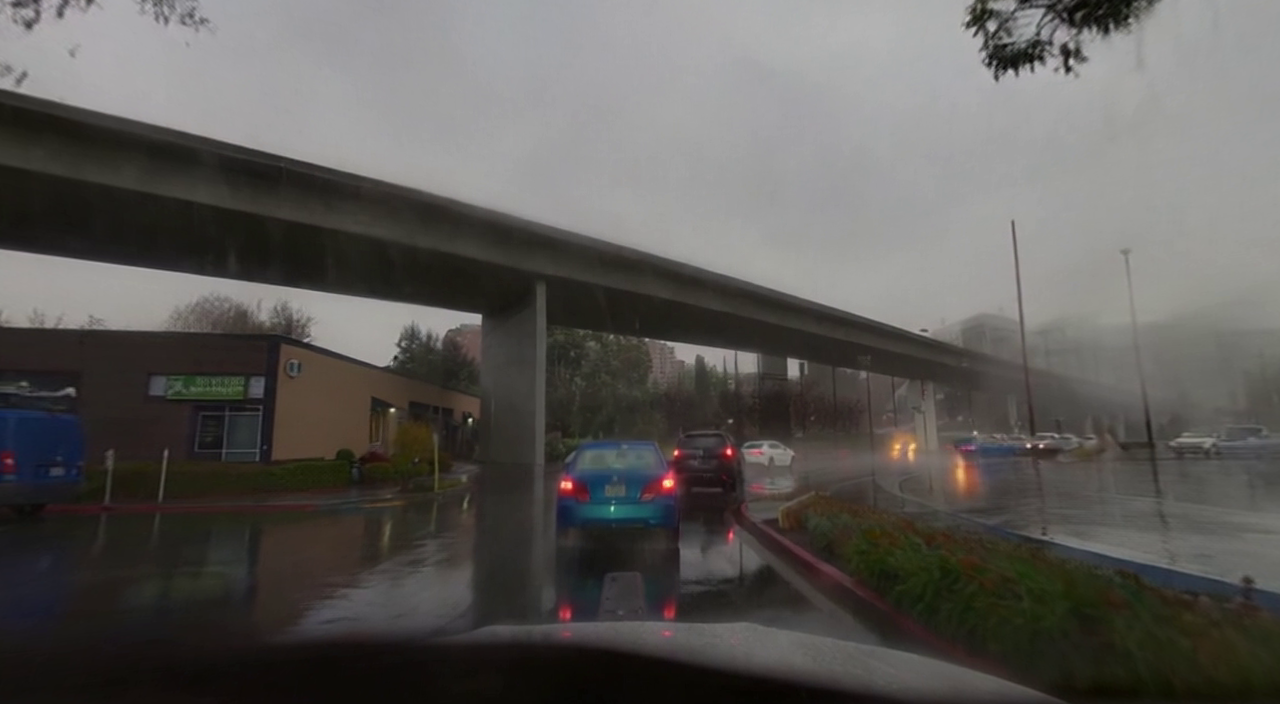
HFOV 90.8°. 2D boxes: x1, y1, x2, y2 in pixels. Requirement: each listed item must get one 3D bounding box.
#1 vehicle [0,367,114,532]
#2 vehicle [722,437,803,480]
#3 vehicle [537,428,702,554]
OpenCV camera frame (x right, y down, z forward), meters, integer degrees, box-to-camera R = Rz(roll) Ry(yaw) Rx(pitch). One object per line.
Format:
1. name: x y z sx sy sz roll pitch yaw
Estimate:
1. vehicle: -13.500 1.779 11.483 5.356 2.762 2.644 0 -9 0
2. vehicle: 5.584 4.743 28.441 1.995 1.762 4.310 -6 -10 33
3. vehicle: -0.181 2.110 10.391 2.087 1.578 4.652 0 -9 2
